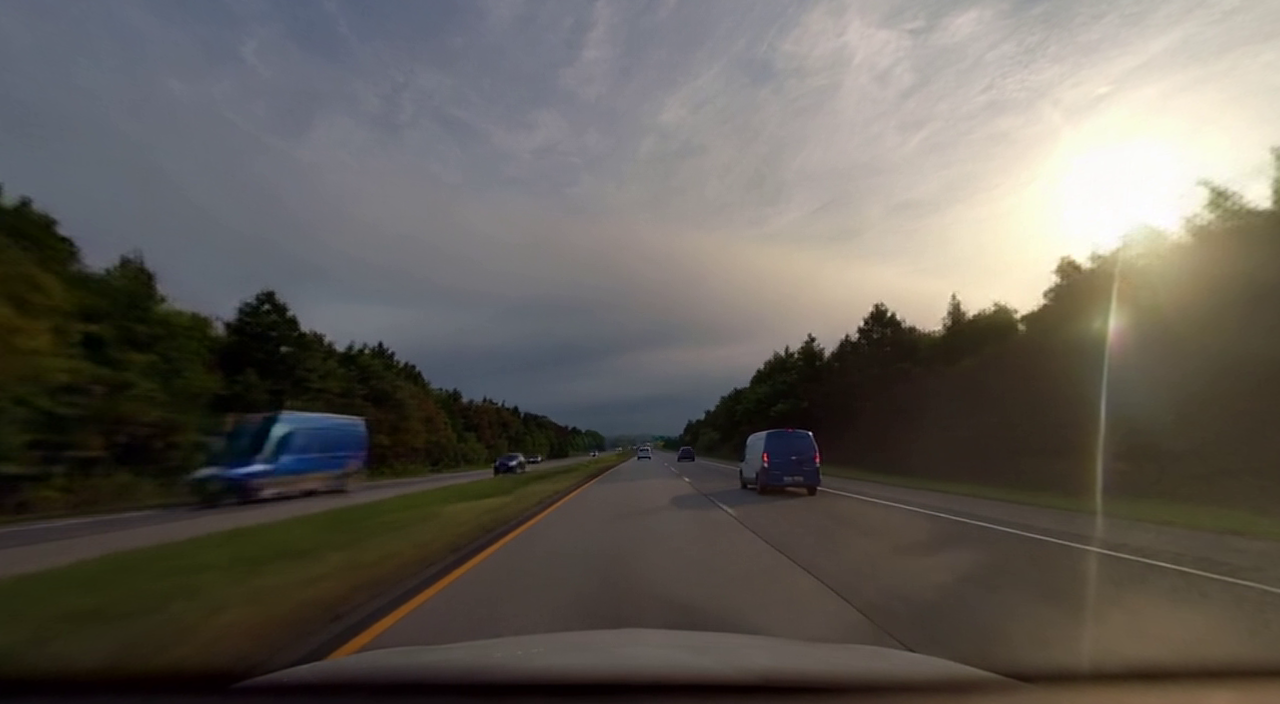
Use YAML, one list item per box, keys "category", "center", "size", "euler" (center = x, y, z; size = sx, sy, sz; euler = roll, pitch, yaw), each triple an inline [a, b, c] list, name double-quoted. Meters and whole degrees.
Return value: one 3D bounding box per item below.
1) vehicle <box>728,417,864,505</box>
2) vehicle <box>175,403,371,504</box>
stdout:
- category: "vehicle"
  center: [4.016, 2.945, 17.282]
  size: [2.371, 2.045, 4.768]
  euler: [0, -9, -1]
- category: "vehicle"
  center: [-13.334, 3.843, 23.955]
  size: [2.734, 3.160, 7.643]
  euler: [-1, -9, 1]
